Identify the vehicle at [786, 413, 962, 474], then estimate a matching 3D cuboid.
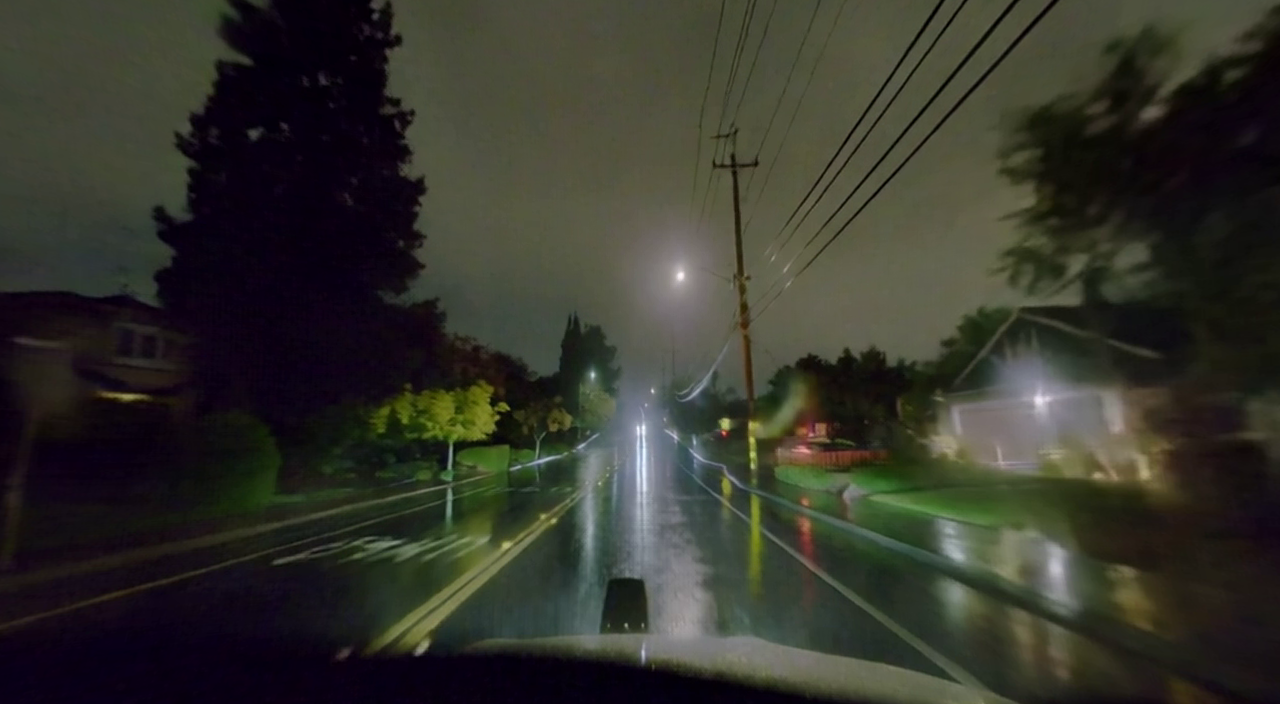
[{"bbox_3d":[9.332,3.680,25.604,6.133,2.254,2.383,-1,-8,-1],"label":"vehicle"}]
